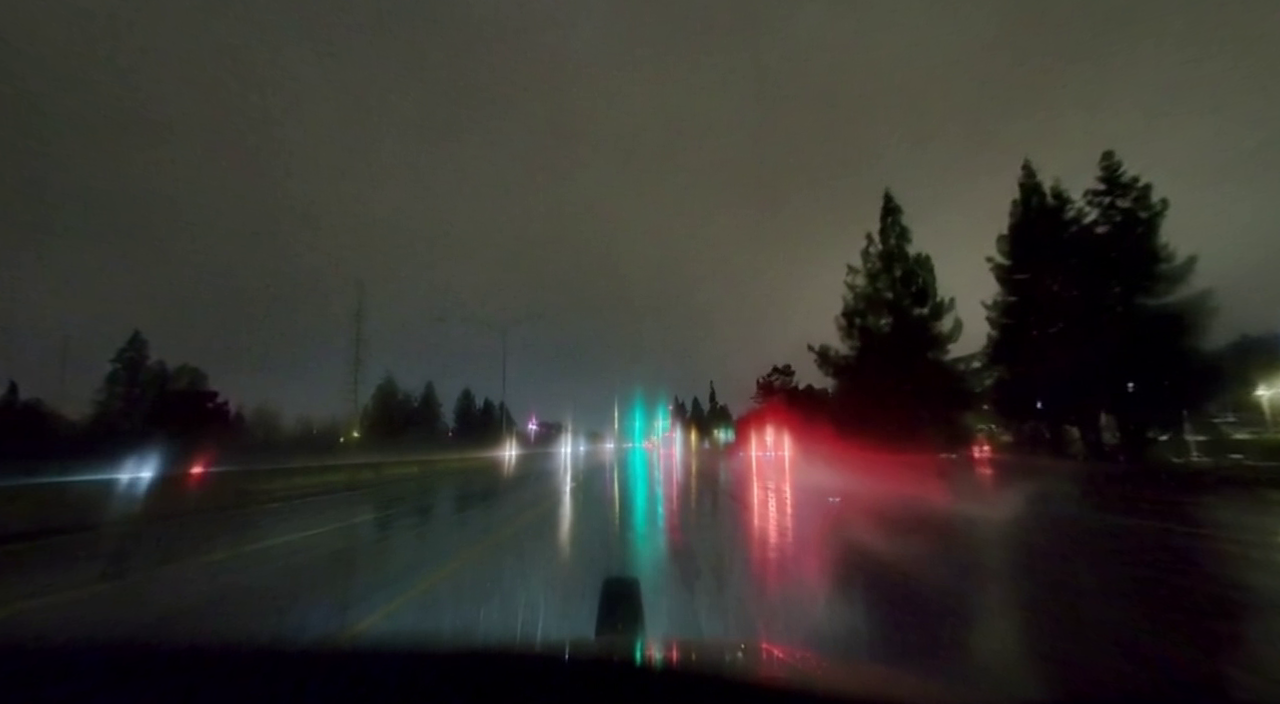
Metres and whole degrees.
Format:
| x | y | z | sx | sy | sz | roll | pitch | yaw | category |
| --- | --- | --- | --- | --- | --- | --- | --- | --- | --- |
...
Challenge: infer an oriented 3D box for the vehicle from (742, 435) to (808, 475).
| x | y | z | sx | sy | sz | roll | pitch | yaw | category |
| --- | --- | --- | --- | --- | --- | --- | --- | --- | --- |
| 6.338 | 4.904 | 30.141 | 2.096 | 1.767 | 4.601 | 0 | -9 | 0 | vehicle |

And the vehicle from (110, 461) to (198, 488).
| x | y | z | sx | sy | sz | roll | pitch | yaw | category |
| --- | --- | --- | --- | --- | --- | --- | --- | --- | --- |
| -31.864 | 8.000 | 41.473 | 1.872 | 1.533 | 4.822 | -1 | -9 | 1 | vehicle |
